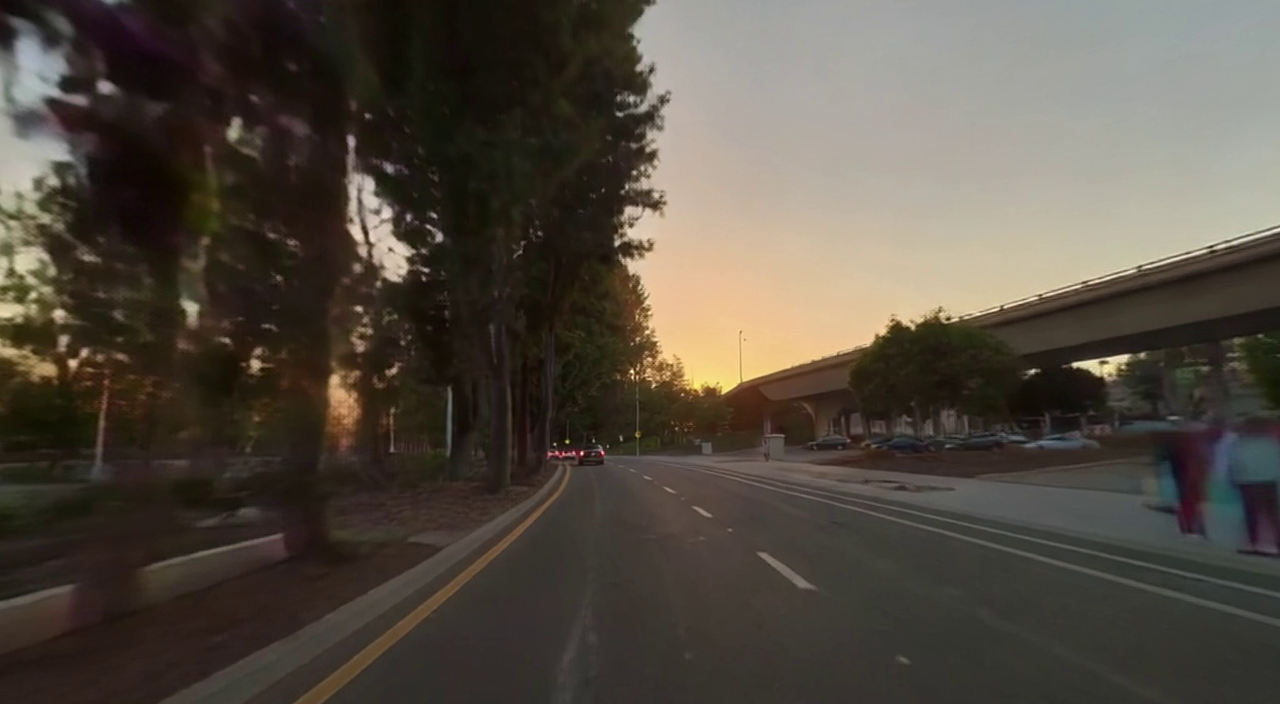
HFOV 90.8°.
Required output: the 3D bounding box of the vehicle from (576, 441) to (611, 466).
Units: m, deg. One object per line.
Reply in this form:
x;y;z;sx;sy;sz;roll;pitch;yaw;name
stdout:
-3.371;7.269;45.324;2.184;1.713;4.231;1;-9;-9;vehicle
